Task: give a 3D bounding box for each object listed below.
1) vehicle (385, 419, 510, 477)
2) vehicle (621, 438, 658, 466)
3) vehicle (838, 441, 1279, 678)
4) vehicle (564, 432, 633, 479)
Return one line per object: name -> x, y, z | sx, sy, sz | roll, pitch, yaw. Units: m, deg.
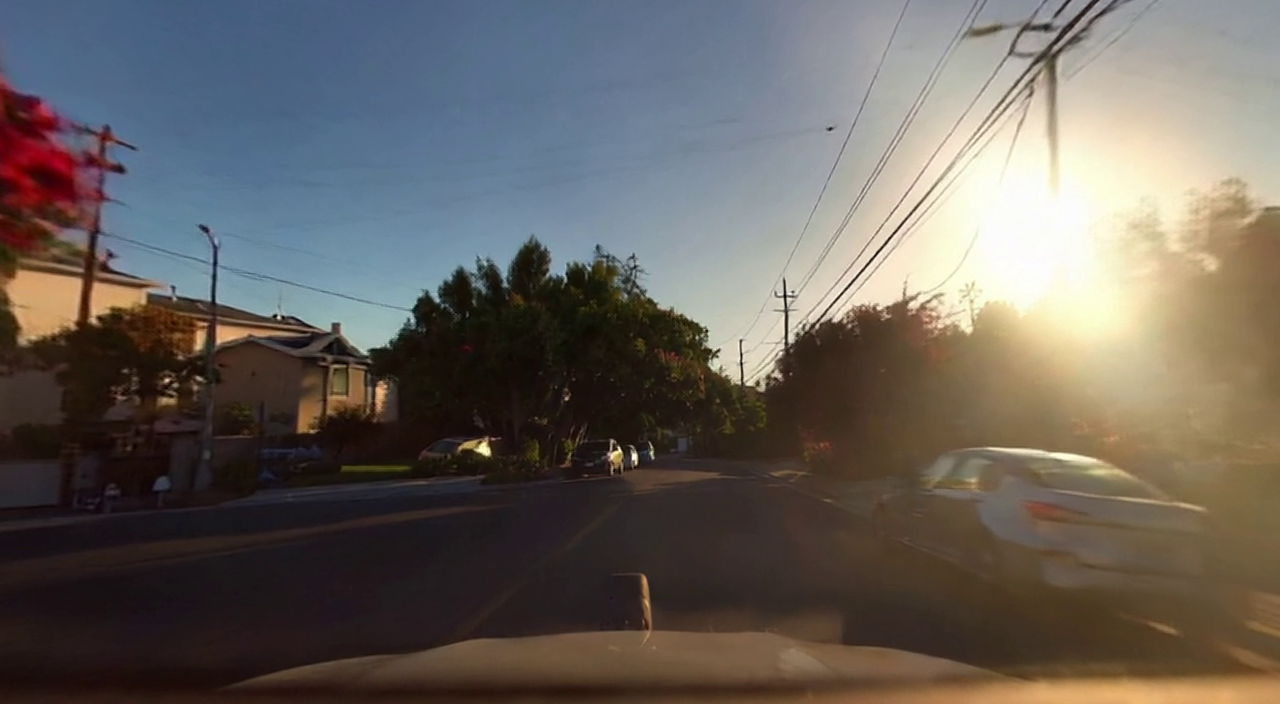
vehicle -> -9.759, 4.910, 32.482 | 5.828, 2.818, 2.231 | 2, -8, -13
vehicle -> 0.057, 7.214, 45.576 | 2.139, 1.882, 4.635 | -1, -8, 7
vehicle -> 3.850, 1.683, 6.560 | 2.151, 1.468, 5.066 | 0, -8, 3
vehicle -> -1.766, 4.749, 29.268 | 2.463, 1.951, 5.794 | -1, -8, 3
